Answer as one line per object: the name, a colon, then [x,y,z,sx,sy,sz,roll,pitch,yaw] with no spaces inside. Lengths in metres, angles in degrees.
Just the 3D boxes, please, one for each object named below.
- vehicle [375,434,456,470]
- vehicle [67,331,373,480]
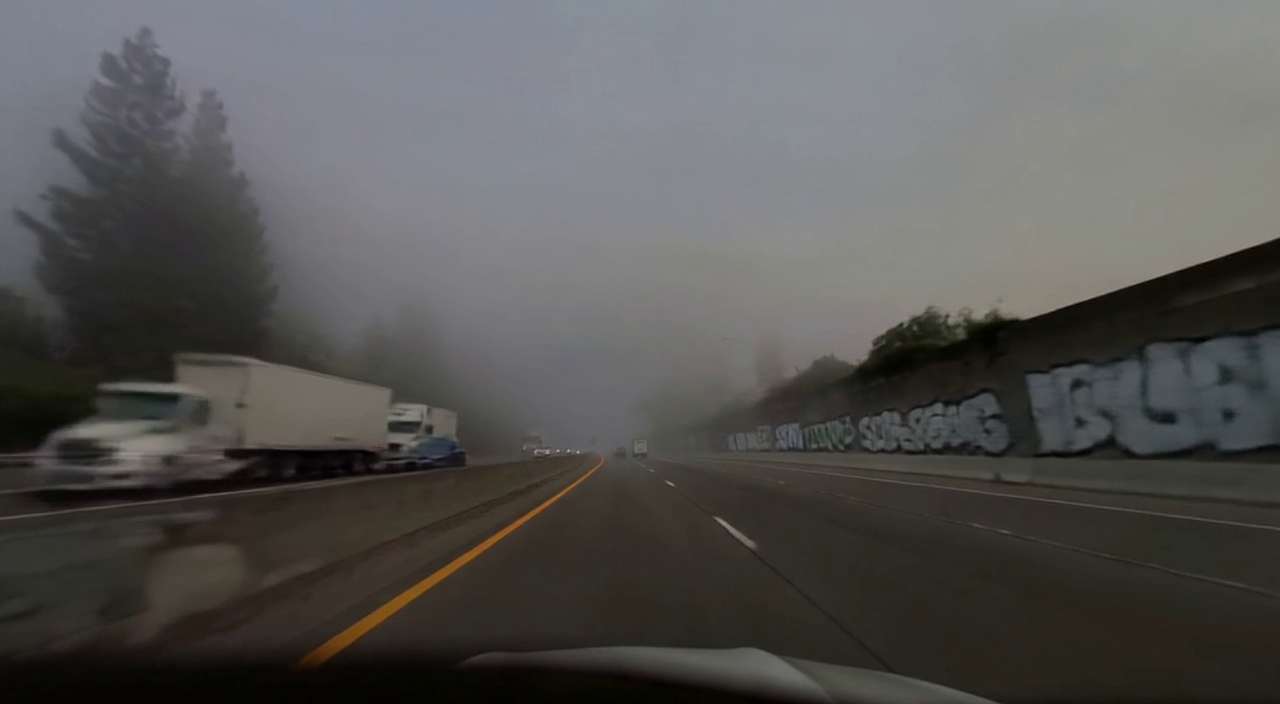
vehicle: [-10.001,4.496,28.313,2.141,1.485,4.219,0,-9,0]
vehicle: [-13.429,2.288,22.280,2.962,3.875,11.868,0,-9,-2]
